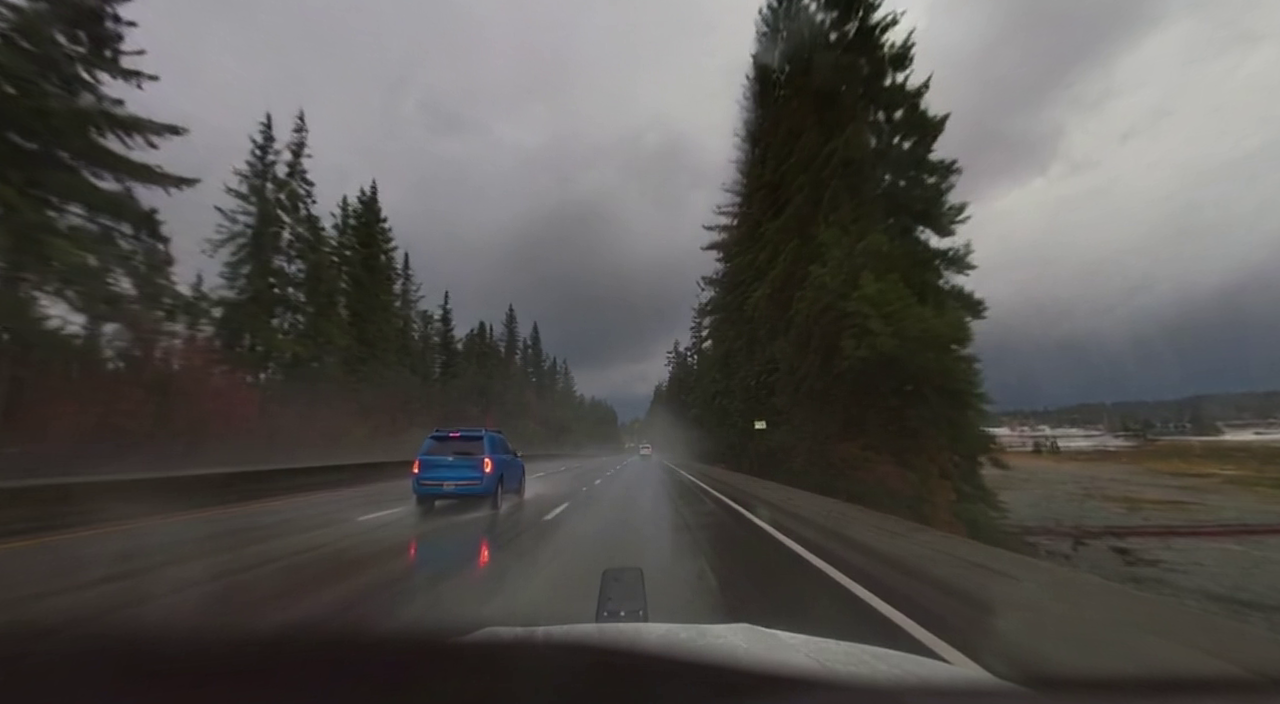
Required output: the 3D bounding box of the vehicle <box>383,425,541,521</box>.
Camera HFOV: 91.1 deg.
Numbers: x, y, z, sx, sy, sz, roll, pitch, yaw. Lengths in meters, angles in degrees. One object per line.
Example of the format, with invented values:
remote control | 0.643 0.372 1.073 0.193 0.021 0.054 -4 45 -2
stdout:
vehicle | -3.668 2.577 13.959 2.084 1.752 4.479 -1 -8 1
